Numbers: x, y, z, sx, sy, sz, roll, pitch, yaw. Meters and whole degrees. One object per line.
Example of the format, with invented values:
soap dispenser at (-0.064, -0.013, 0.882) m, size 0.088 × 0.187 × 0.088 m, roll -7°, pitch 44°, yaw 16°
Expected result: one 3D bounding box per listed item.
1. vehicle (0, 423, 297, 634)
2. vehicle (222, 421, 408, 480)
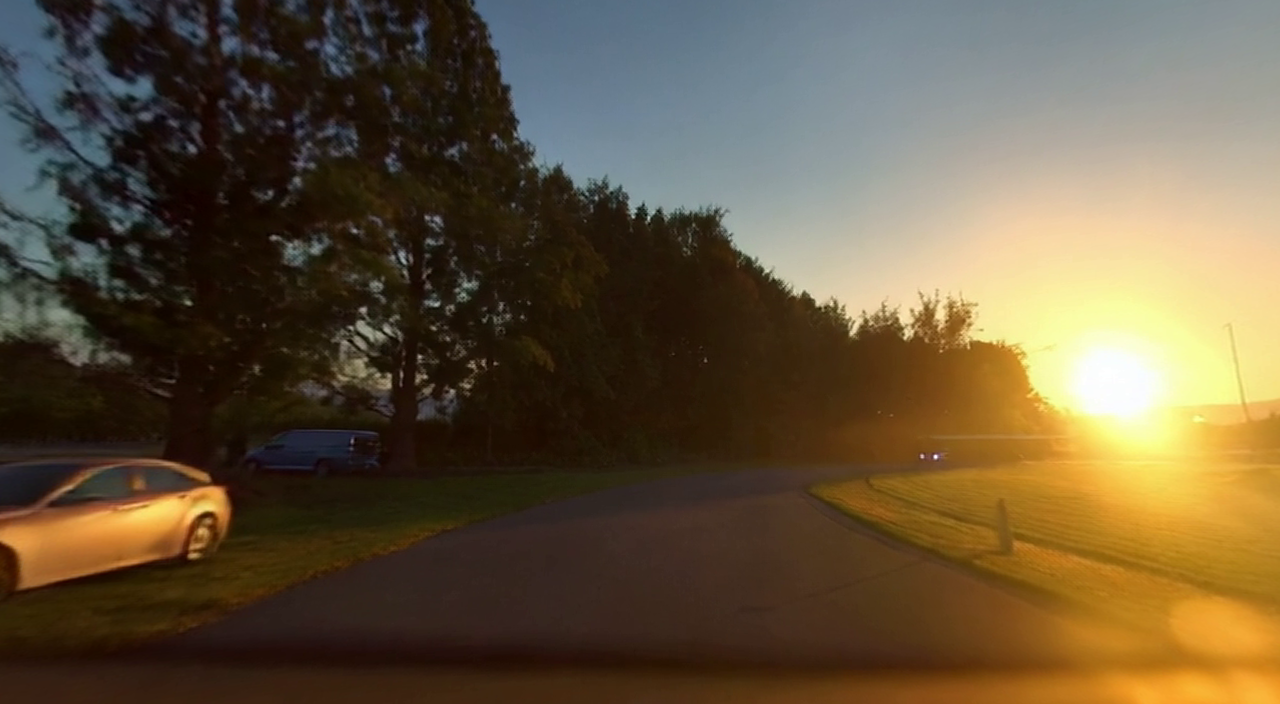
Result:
vehicle at (-5.740, 1.537, 6.009) m, size 2.166 × 1.512 × 4.822 m, roll 0°, pitch -10°, yaw 0°
vehicle at (-9.597, 2.932, 18.742) m, size 4.594 × 1.607 × 1.873 m, roll -1°, pitch -9°, yaw 8°
